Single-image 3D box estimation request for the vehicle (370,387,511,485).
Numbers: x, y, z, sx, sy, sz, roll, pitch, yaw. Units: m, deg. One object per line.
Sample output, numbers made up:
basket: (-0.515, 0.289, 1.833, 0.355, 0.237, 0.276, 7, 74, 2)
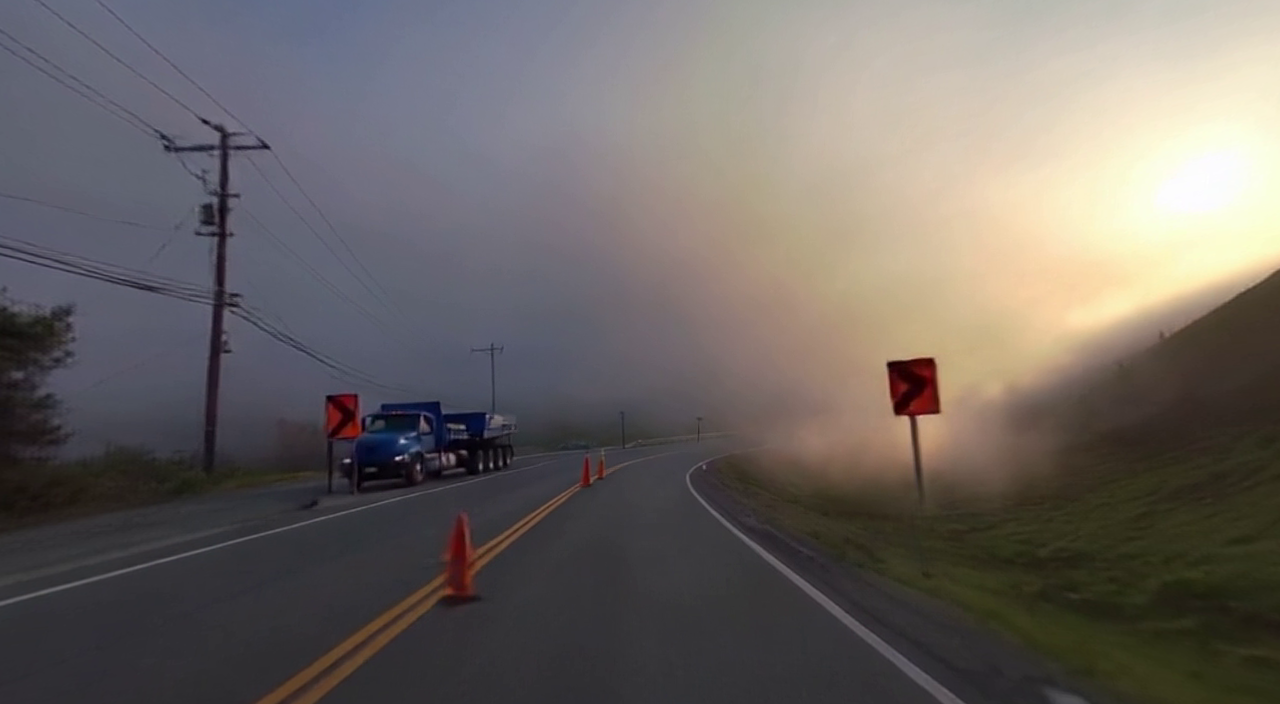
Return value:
vehicle: (-7.641, 3.372, 25.317, 3.031, 3.185, 7.053, -4, -8, 3)
